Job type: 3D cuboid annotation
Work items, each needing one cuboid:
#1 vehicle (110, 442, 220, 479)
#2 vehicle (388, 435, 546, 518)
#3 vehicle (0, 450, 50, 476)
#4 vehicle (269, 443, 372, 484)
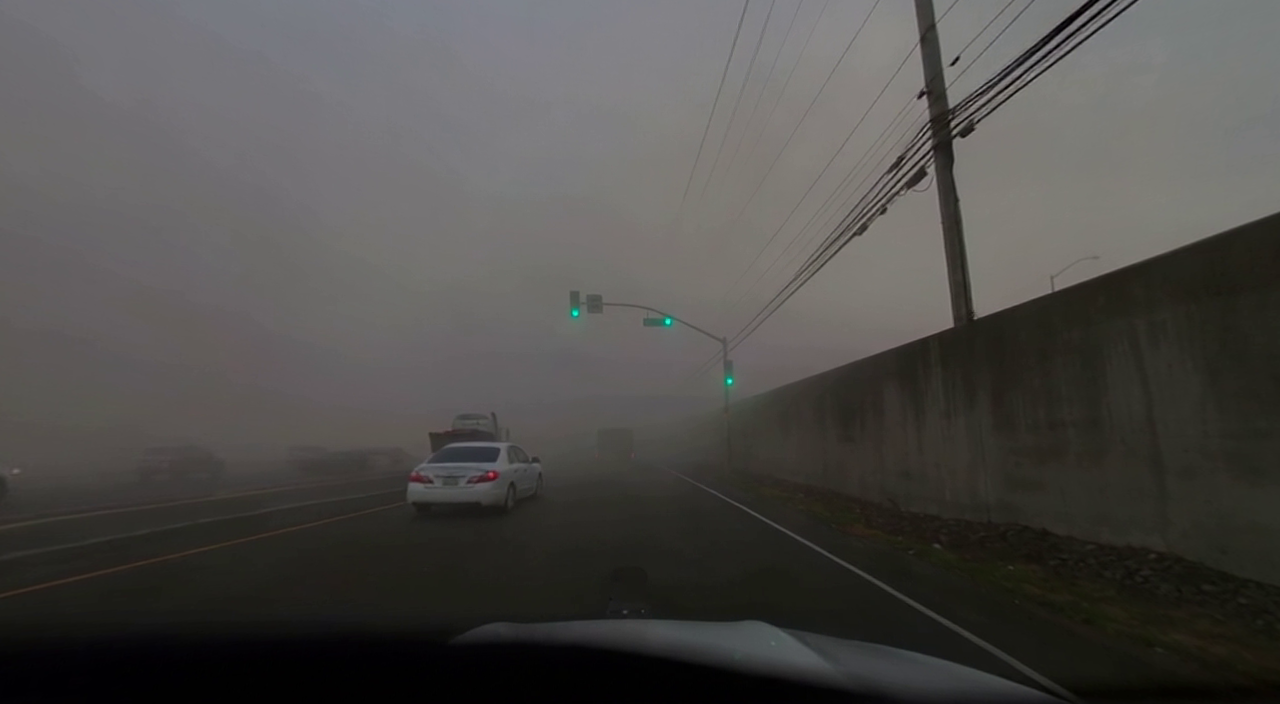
[{"bbox_3d":[-24.005,5.471,32.122,1.891,1.696,4.613,0,-8,1],"label":"vehicle"},{"bbox_3d":[-3.536,2.646,14.056,2.019,1.480,4.966,0,-8,1],"label":"vehicle"},{"bbox_3d":[-37.323,6.594,37.339,1.514,1.404,3.424,-4,-8,0],"label":"vehicle"},{"bbox_3d":[-12.780,4.459,25.547,1.905,1.492,4.151,-1,-8,2],"label":"vehicle"}]
